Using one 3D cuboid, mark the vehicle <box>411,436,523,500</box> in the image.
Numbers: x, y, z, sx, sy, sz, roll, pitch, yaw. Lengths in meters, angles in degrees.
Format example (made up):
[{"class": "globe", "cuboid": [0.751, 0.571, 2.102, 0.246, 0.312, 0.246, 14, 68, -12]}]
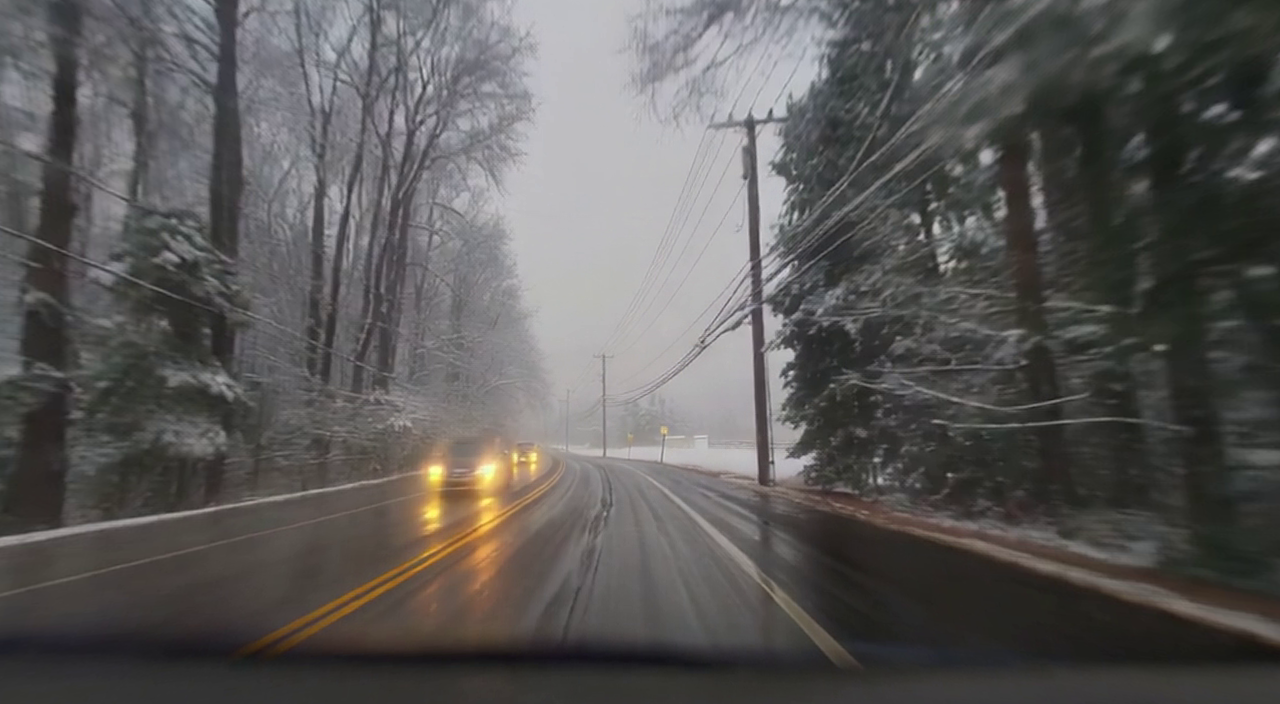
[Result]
[{"class": "vehicle", "cuboid": [-4.956, 3.392, 18.861, 2.165, 1.648, 4.605, 1, -9, -2]}]
